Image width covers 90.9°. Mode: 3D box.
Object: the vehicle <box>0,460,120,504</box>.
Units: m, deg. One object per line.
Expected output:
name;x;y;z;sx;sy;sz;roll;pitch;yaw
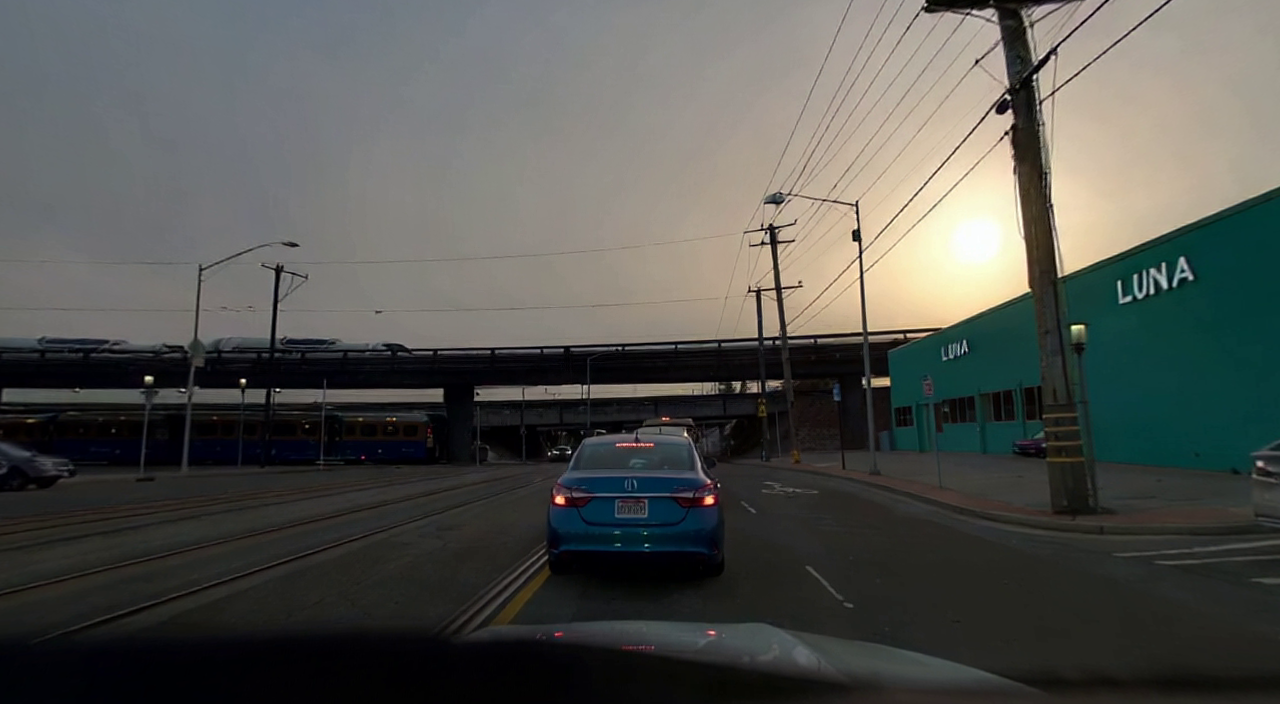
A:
vehicle;-21.921;4.676;22.851;4.566;1.453;1.935;-1;-9;5

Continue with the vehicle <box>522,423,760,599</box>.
vehicle;0.090;1.703;7.617;2.090;1.518;4.033;-1;-9;3
